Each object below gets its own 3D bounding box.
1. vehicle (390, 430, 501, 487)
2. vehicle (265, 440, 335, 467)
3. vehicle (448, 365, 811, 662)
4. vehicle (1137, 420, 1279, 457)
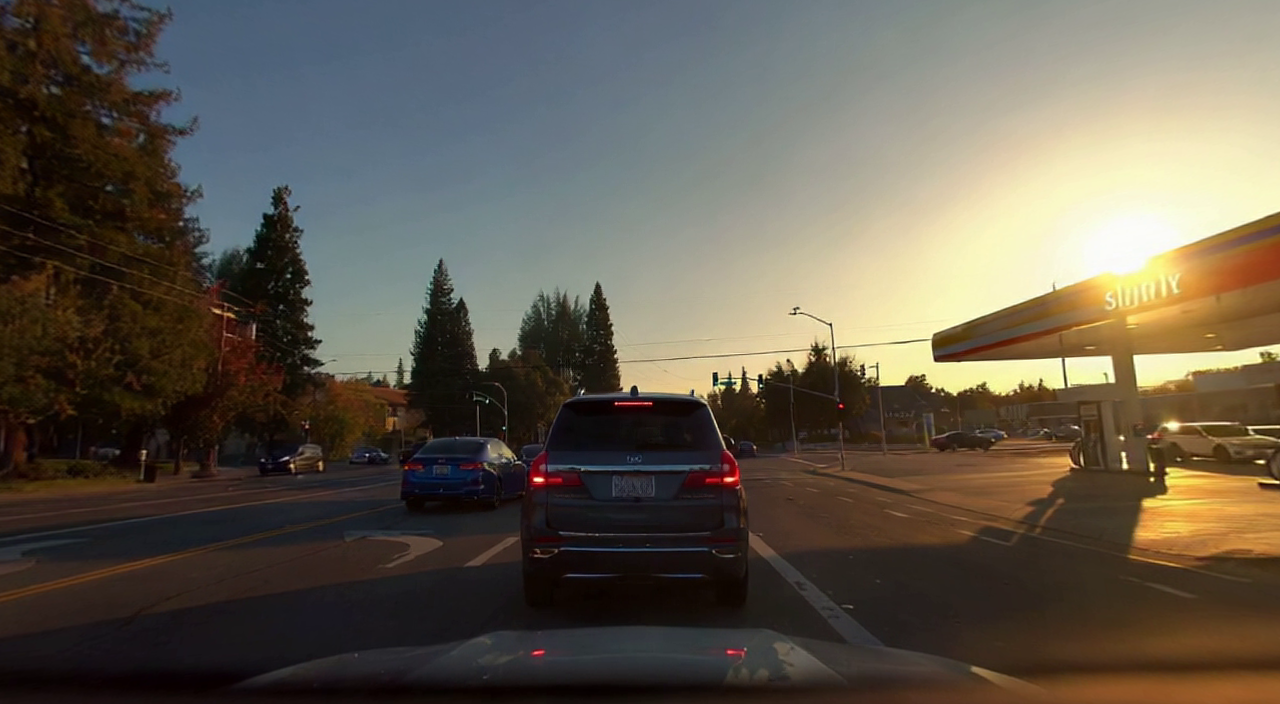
[{"bbox_3d":[-6.647,3.706,22.181,2.065,1.753,4.525,-1,-9,6],"label":"vehicle"},{"bbox_3d":[-23.546,7.019,43.838,1.988,1.741,4.522,-1,-9,5],"label":"vehicle"},{"bbox_3d":[0.013,1.315,6.130,2.236,1.819,4.291,-1,-9,2],"label":"vehicle"},{"bbox_3d":[25.950,3.970,28.785,4.551,1.616,1.973,-2,-9,11],"label":"vehicle"}]
